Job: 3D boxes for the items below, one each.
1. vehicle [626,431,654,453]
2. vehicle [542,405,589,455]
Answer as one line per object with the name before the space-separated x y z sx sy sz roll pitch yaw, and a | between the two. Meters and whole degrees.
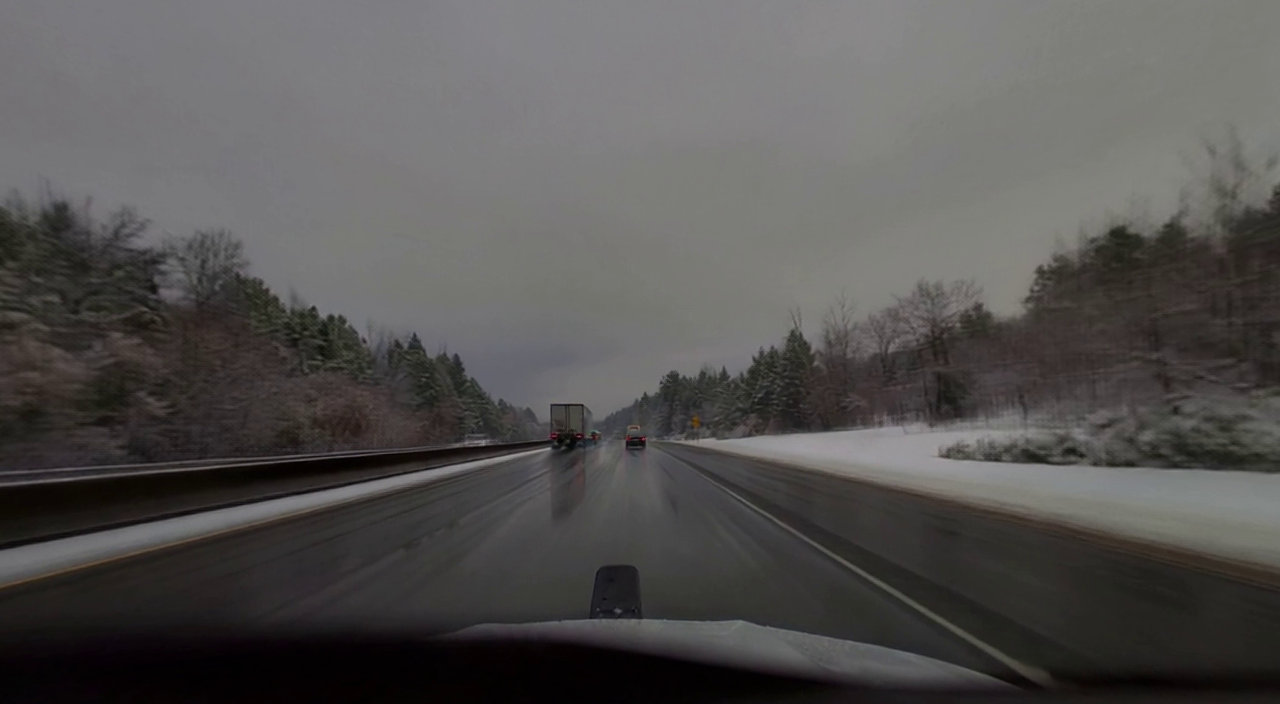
vehicle | -0.049 6.576 46.054 1.988 1.472 3.716 0 -8 -1
vehicle | -4.853 5.269 42.232 2.450 3.098 6.965 0 -8 -1
